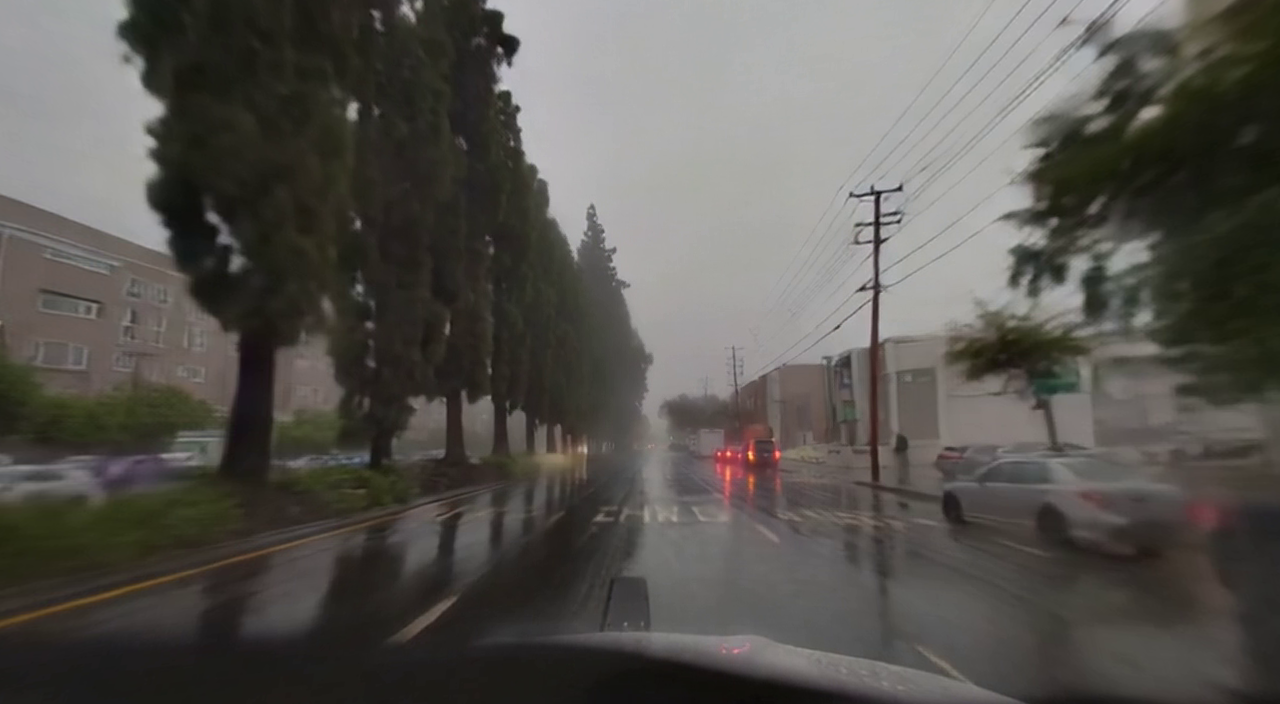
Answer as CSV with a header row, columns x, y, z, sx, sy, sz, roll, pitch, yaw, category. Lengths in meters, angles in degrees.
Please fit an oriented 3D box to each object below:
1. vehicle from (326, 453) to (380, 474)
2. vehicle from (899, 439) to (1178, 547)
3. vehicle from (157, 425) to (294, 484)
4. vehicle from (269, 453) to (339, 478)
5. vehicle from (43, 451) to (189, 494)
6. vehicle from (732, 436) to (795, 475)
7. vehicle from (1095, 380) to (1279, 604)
x,y,z,sx,sy,sz,roll,pitch,yaw,category
-21.935,8.530,48.387,1.907,1.404,4.413,-2,-8,3,vehicle
6.834,2.424,11.652,2.109,1.567,4.626,0,-8,0,vehicle
-22.250,5.531,34.432,2.397,2.865,7.296,0,-8,1,vehicle
-22.151,7.466,41.797,1.877,1.473,4.892,0,-8,0,vehicle
-22.187,5.089,27.020,2.004,1.586,4.962,0,-8,0,vehicle
7.176,6.101,37.432,2.563,2.090,6.077,0,-8,0,vehicle
6.916,1.135,4.818,2.197,2.019,6.225,0,-8,0,vehicle
